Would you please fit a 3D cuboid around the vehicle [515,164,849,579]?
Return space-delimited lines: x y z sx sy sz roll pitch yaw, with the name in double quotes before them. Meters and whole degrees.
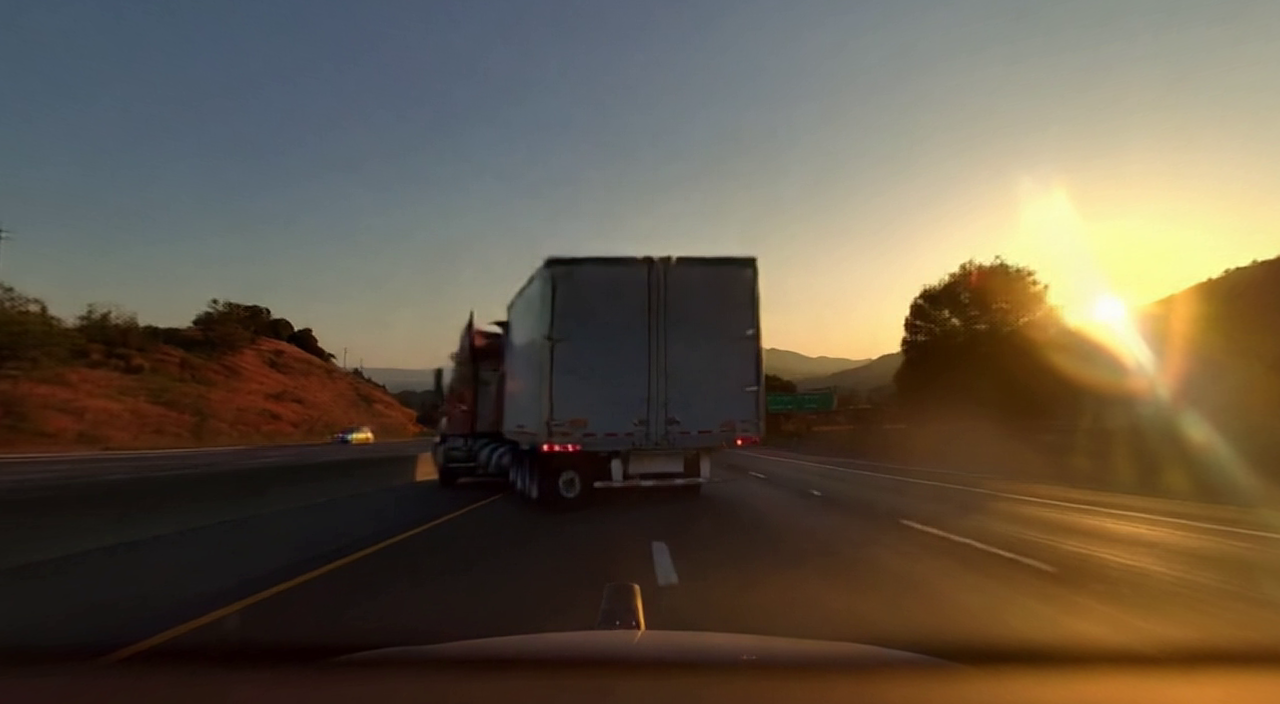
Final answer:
"vehicle" 0.820 1.060 12.709 3.153 4.080 13.081 -1 -8 4

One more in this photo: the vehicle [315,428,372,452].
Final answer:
"vehicle" -22.238 6.653 47.475 2.039 1.706 4.974 0 -8 -2
